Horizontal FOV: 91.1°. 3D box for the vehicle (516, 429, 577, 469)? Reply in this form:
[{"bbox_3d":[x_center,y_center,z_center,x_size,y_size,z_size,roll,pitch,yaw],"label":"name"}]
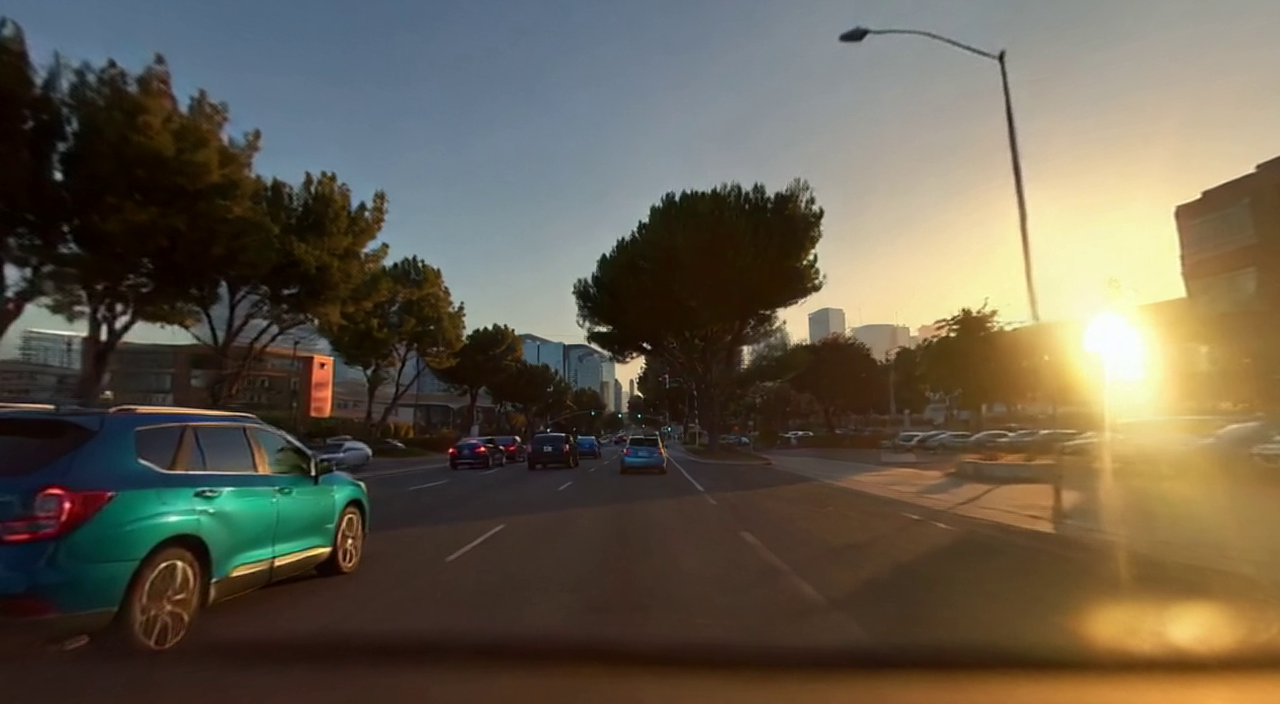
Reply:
[{"bbox_3d":[-4.255,4.516,29.244,2.113,1.713,4.422,0,-8,0],"label":"vehicle"}]

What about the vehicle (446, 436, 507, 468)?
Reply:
[{"bbox_3d":[-8.121,4.996,31.600,1.926,1.463,4.450,0,-8,-1],"label":"vehicle"}]

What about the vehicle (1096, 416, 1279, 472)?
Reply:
[{"bbox_3d":[17.228,2.882,19.748,4.290,1.664,1.893,0,-8,-3],"label":"vehicle"}]

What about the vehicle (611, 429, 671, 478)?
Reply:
[{"bbox_3d":[0.033,3.724,23.283,2.042,1.641,4.187,0,-8,0],"label":"vehicle"}]

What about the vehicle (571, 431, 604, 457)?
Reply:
[{"bbox_3d":[-3.806,6.762,46.132,2.047,1.810,4.414,0,-8,0],"label":"vehicle"}]

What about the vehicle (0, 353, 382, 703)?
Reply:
[{"bbox_3d":[-3.802,1.104,4.533,2.070,1.641,4.152,0,-8,0],"label":"vehicle"}]

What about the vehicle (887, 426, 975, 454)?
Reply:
[{"bbox_3d":[17.503,5.318,37.894,4.329,1.656,1.873,0,-8,1],"label":"vehicle"}]
